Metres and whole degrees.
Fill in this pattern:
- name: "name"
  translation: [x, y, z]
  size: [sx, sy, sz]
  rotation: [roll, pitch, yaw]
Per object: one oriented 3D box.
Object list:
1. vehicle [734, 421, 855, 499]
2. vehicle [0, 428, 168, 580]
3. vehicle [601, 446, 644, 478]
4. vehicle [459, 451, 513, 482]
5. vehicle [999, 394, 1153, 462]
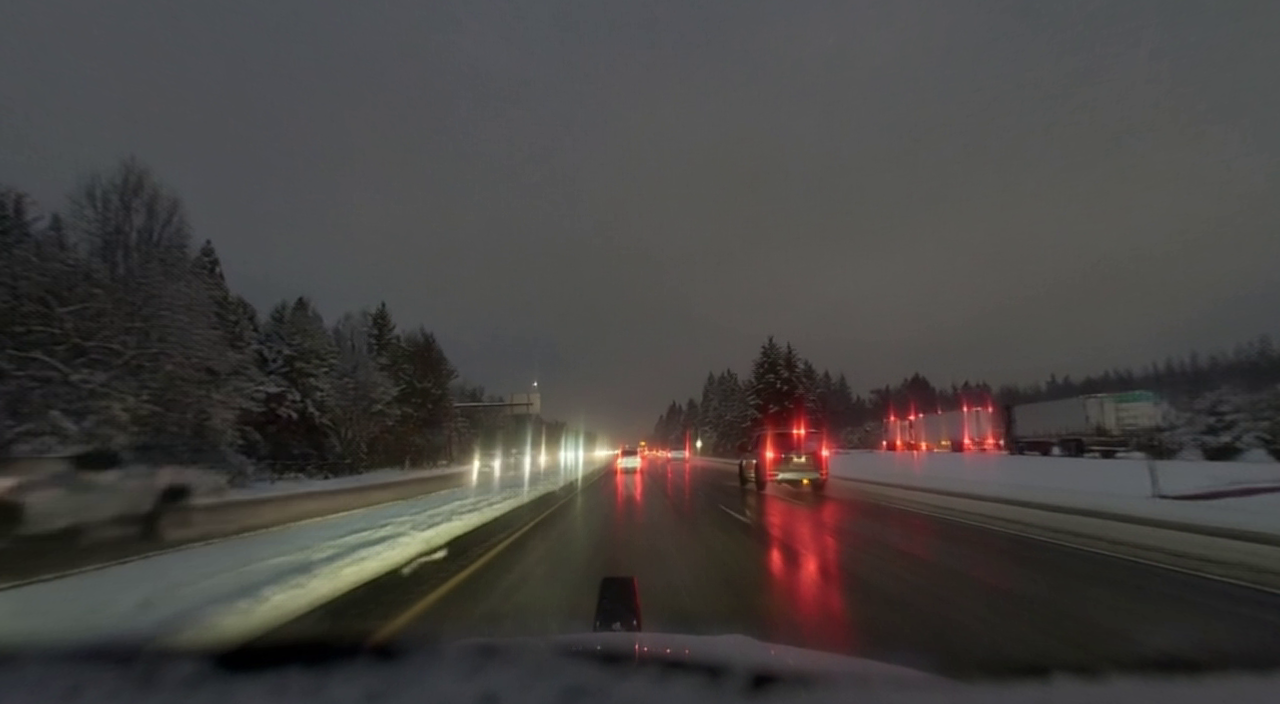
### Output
- name: "vehicle"
  translation: [4.308, 3.133, 18.456]
  size: [2.261, 1.952, 4.784]
  rotation: [0, -9, -1]
- name: "vehicle"
  translation: [-8.939, 1.947, 8.175]
  size: [2.126, 1.851, 4.357]
  rotation: [0, -9, 0]
- name: "vehicle"
  translation: [-0.863, 5.487, 31.581]
  size: [2.029, 1.483, 3.769]
  rotation: [0, -9, -1]
- name: "vehicle"
  translation: [-8.507, 6.340, 34.969]
  size: [1.896, 1.519, 4.372]
  rotation: [0, -9, 0]
- name: "vehicle"
  translation: [27.064, 4.965, 39.830]
  size: [2.971, 3.746, 10.126]
  rotation: [-1, -9, 3]
